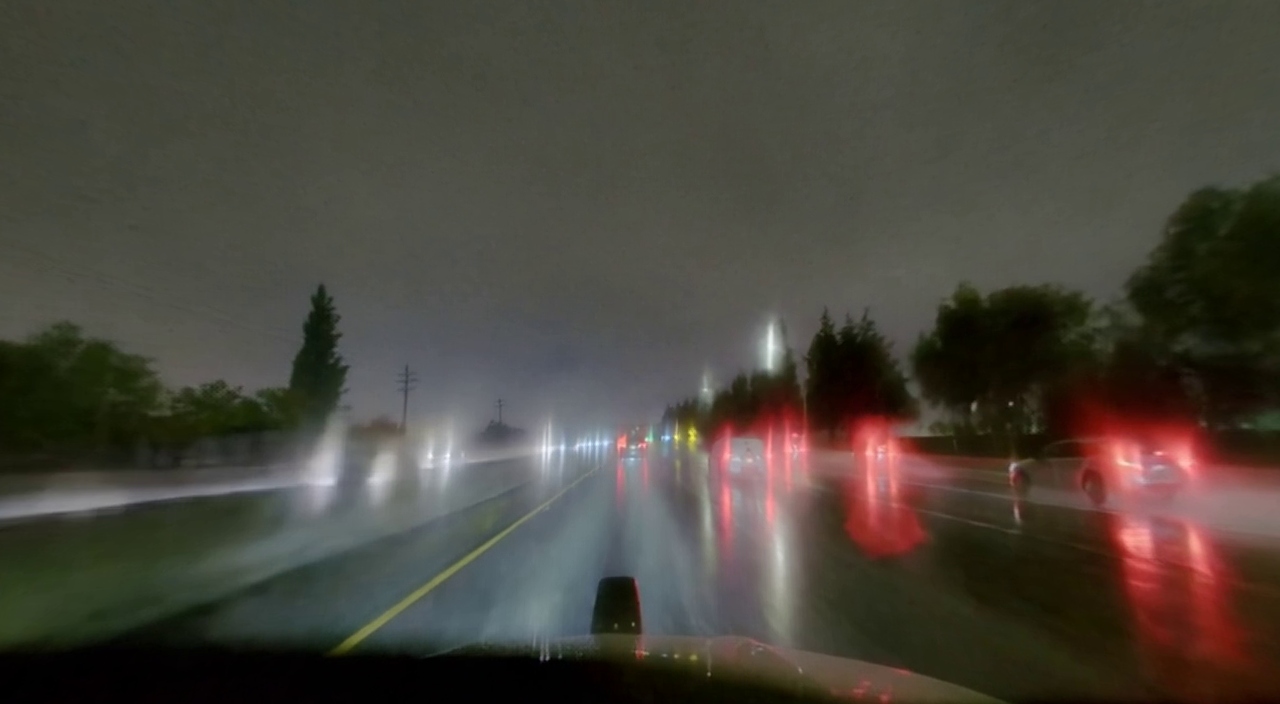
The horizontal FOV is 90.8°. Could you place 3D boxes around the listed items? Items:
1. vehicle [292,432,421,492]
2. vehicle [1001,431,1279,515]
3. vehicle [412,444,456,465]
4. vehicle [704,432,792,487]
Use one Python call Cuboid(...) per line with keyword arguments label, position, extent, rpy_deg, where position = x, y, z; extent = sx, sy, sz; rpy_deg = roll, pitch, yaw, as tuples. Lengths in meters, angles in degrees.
Cuboid(label="vehicle", position=(-7.878, 3.079, 18.021), extent=(1.860, 1.503, 3.883), rpy_deg=(0, -9, 0))
Cuboid(label="vehicle", position=(10.582, 2.577, 14.051), extent=(1.987, 1.502, 5.130), rpy_deg=(0, -9, -1))
Cuboid(label="vehicle", position=(-15.550, 7.734, 47.902), extent=(1.851, 1.513, 4.241), rpy_deg=(0, -8, 0))
Cuboid(label="vehicle", position=(3.419, 3.484, 20.774), extent=(2.018, 1.600, 4.121), rpy_deg=(0, -9, -2))
